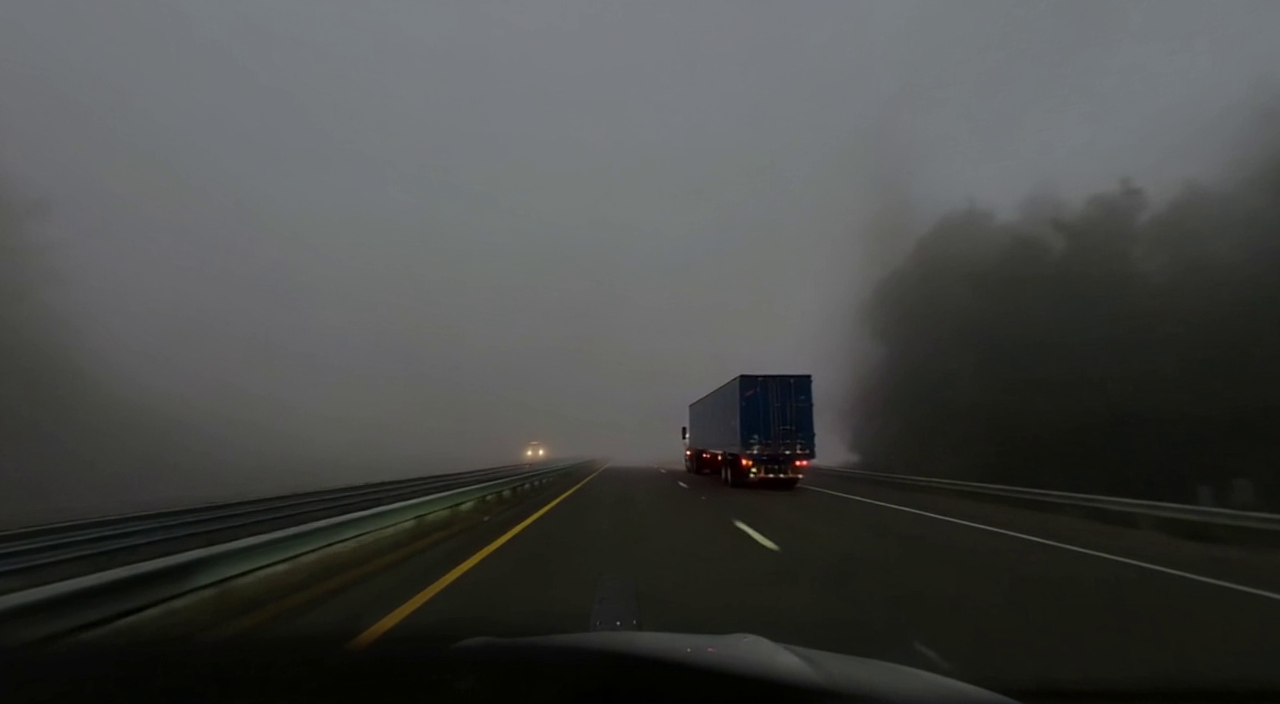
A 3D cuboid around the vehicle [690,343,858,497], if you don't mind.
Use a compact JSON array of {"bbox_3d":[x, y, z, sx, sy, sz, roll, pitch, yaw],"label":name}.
[{"bbox_3d":[3.935,2.789,23.021,2.922,3.905,14.151,0,-9,-1],"label":"vehicle"}]
